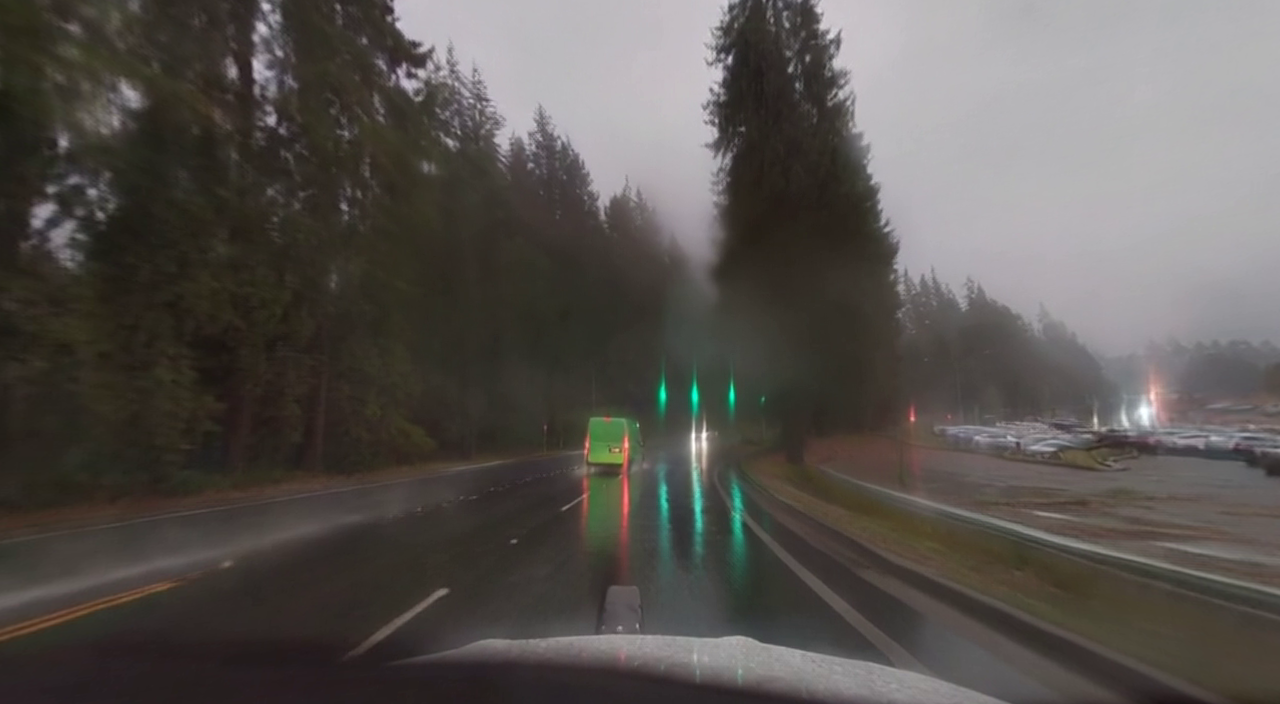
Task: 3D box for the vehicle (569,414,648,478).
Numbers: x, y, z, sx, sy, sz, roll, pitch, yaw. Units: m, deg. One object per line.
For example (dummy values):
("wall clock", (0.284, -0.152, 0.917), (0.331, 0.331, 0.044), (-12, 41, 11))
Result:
("vehicle", (-1.042, 3.590, 24.243), (2.362, 2.185, 5.212), (0, -8, 5))
